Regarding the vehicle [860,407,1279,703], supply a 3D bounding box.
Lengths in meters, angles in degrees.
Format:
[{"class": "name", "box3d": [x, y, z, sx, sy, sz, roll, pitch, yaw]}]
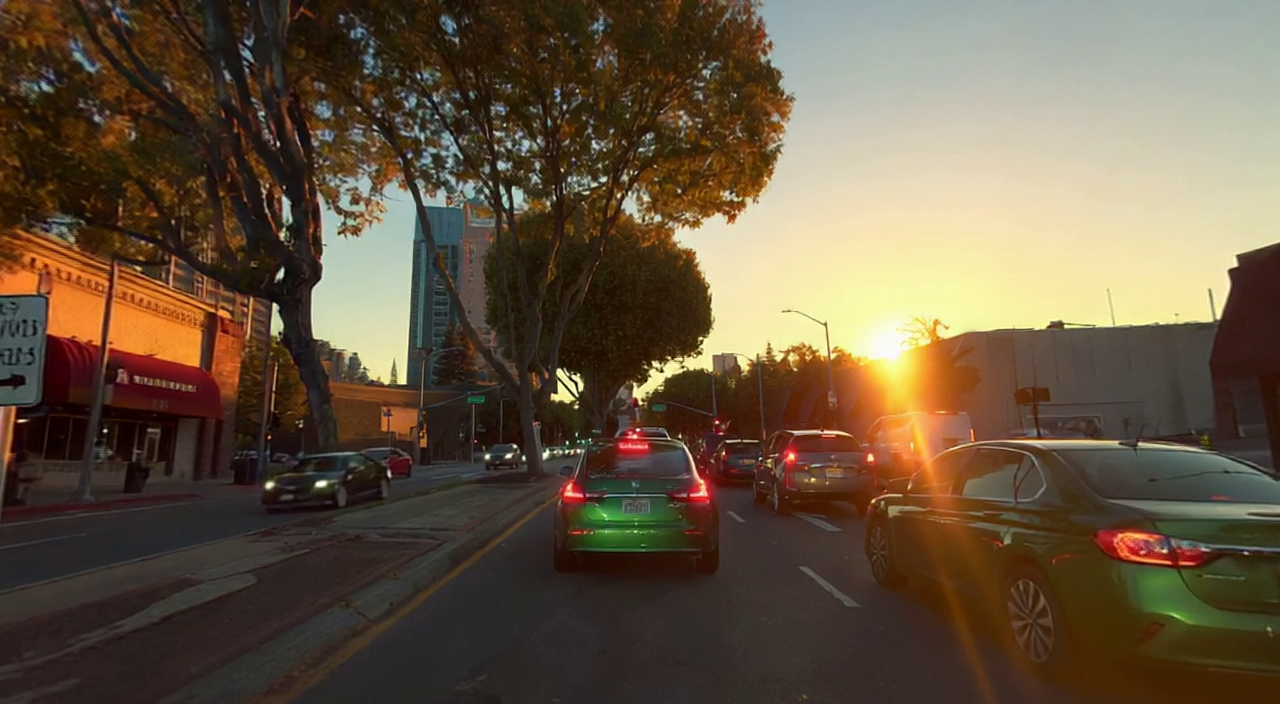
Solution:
[{"class": "vehicle", "box3d": [3.312, 1.257, 4.480, 1.988, 1.480, 4.195, 0, -9, 0]}]

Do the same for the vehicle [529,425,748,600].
[{"class": "vehicle", "box3d": [-0.025, 1.653, 7.290, 1.887, 1.487, 3.535, 0, -9, 0]}]

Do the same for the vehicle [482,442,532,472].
[{"class": "vehicle", "box3d": [-8.135, 6.446, 39.065, 2.079, 1.695, 4.374, 0, -9, 0]}]

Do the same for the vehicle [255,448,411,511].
[{"class": "vehicle", "box3d": [-7.955, 3.310, 16.931, 1.991, 1.433, 4.261, 0, -9, 1]}]

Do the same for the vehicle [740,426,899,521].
[{"class": "vehicle", "box3d": [3.534, 2.484, 13.414, 2.025, 1.660, 4.263, 0, -9, -1]}]

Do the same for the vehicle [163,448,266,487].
[{"class": "vehicle", "box3d": [-20.631, 5.546, 30.623, 4.329, 1.773, 2.072, -4, -9, 25]}]
